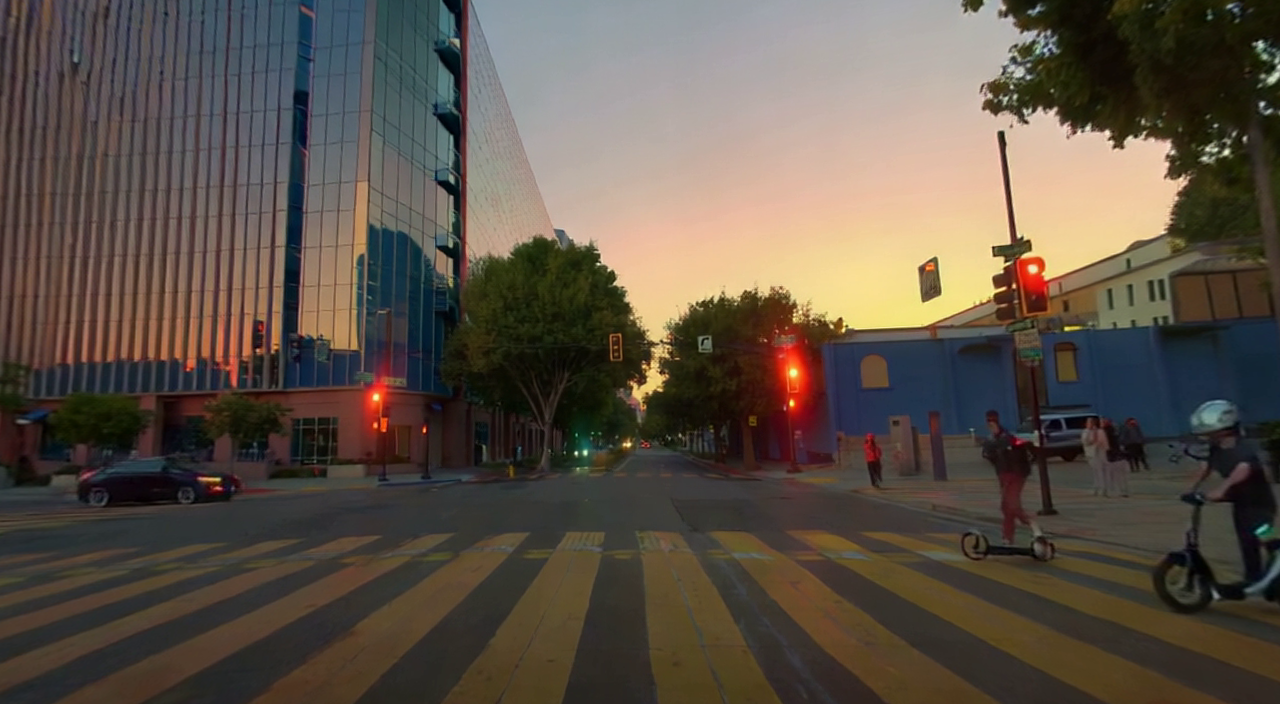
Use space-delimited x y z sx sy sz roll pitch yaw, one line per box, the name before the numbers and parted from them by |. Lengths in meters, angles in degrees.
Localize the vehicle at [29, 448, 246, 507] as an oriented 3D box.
vehicle | -14.993 3.741 19.131 4.641 1.616 2.051 1 -8 -6
